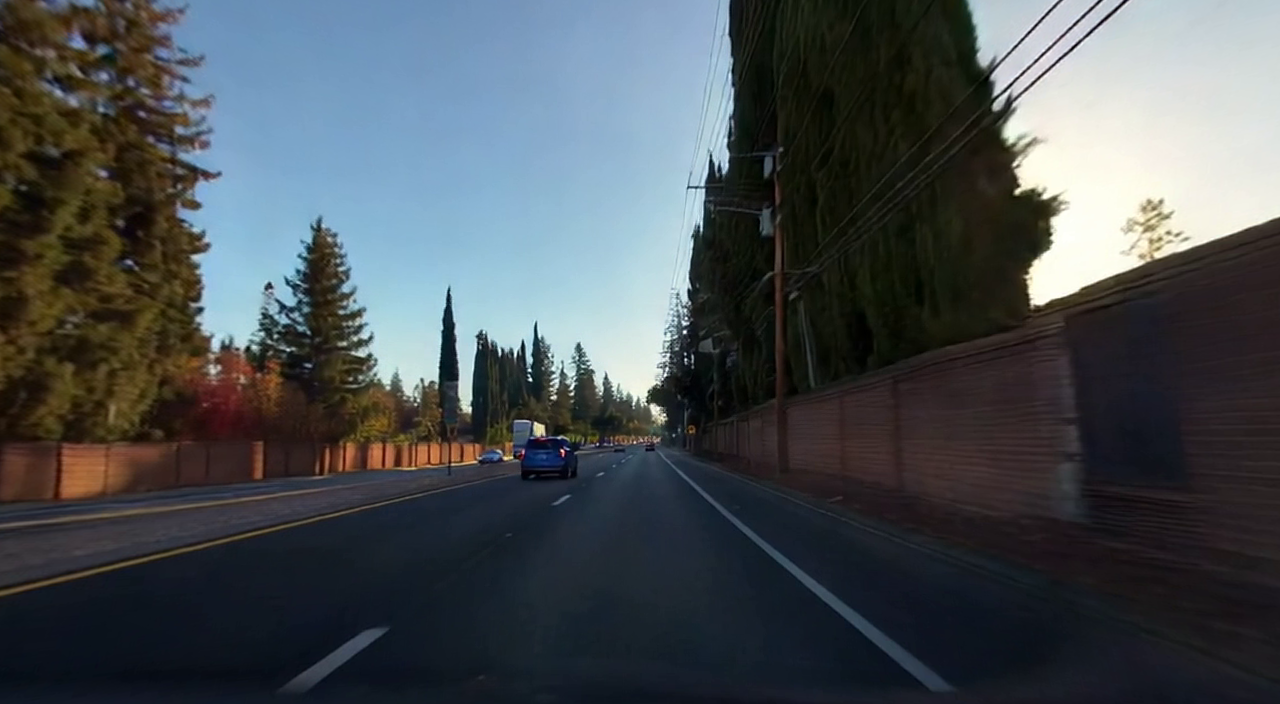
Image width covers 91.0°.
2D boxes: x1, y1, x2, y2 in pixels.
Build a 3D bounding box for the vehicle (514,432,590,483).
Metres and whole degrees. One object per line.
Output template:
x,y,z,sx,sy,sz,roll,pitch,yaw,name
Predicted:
-3.233,4.000,24.109,2.147,1.730,4.555,0,-8,1,vehicle
